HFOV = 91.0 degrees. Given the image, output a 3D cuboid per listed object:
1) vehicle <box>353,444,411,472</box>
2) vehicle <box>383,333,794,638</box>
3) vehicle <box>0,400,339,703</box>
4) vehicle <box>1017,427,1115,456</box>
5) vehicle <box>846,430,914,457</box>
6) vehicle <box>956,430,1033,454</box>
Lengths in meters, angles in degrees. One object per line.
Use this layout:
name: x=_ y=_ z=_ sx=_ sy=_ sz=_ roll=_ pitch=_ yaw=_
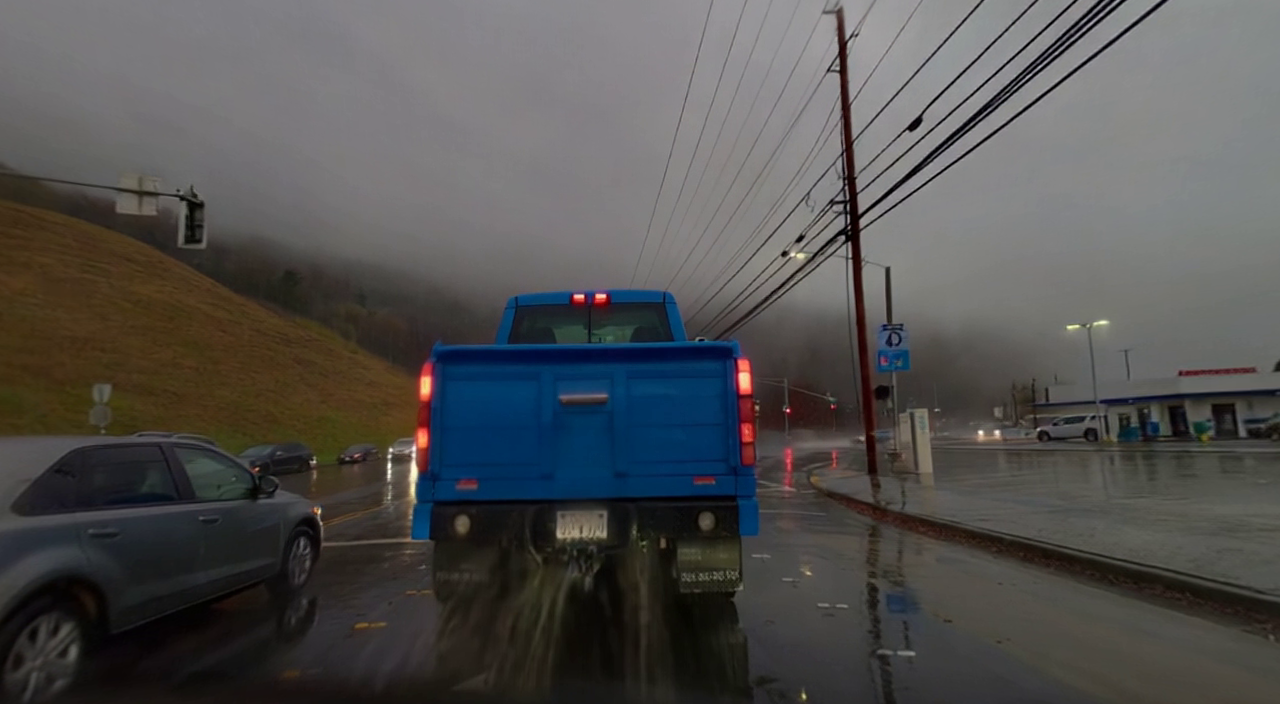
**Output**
vehicle: x=-17.085 y=7.020 z=41.929 sx=2.133 sy=1.690 sz=4.331 roll=0 pitch=-9 yaw=-3
vehicle: x=-0.413 y=1.324 z=7.214 sx=2.859 sy=2.144 sz=5.406 roll=0 pitch=-9 yaw=-1
vehicle: x=-3.952 y=1.191 z=3.989 sx=2.017 sy=1.555 sz=4.150 roll=-1 pitch=-9 yaw=0
vehicle: x=25.596 y=5.391 z=37.916 sx=4.419 sy=1.496 sz=1.854 roll=-2 pitch=-9 yaw=1
vehicle: x=18.627 y=7.077 z=48.653 sx=2.360 sy=1.917 sz=6.346 roll=-8 pitch=-12 yaw=44
vehicle: x=26.717 y=6.787 z=47.405 sx=5.021 sy=1.757 sz=2.012 roll=2 pitch=-9 yaw=-16
